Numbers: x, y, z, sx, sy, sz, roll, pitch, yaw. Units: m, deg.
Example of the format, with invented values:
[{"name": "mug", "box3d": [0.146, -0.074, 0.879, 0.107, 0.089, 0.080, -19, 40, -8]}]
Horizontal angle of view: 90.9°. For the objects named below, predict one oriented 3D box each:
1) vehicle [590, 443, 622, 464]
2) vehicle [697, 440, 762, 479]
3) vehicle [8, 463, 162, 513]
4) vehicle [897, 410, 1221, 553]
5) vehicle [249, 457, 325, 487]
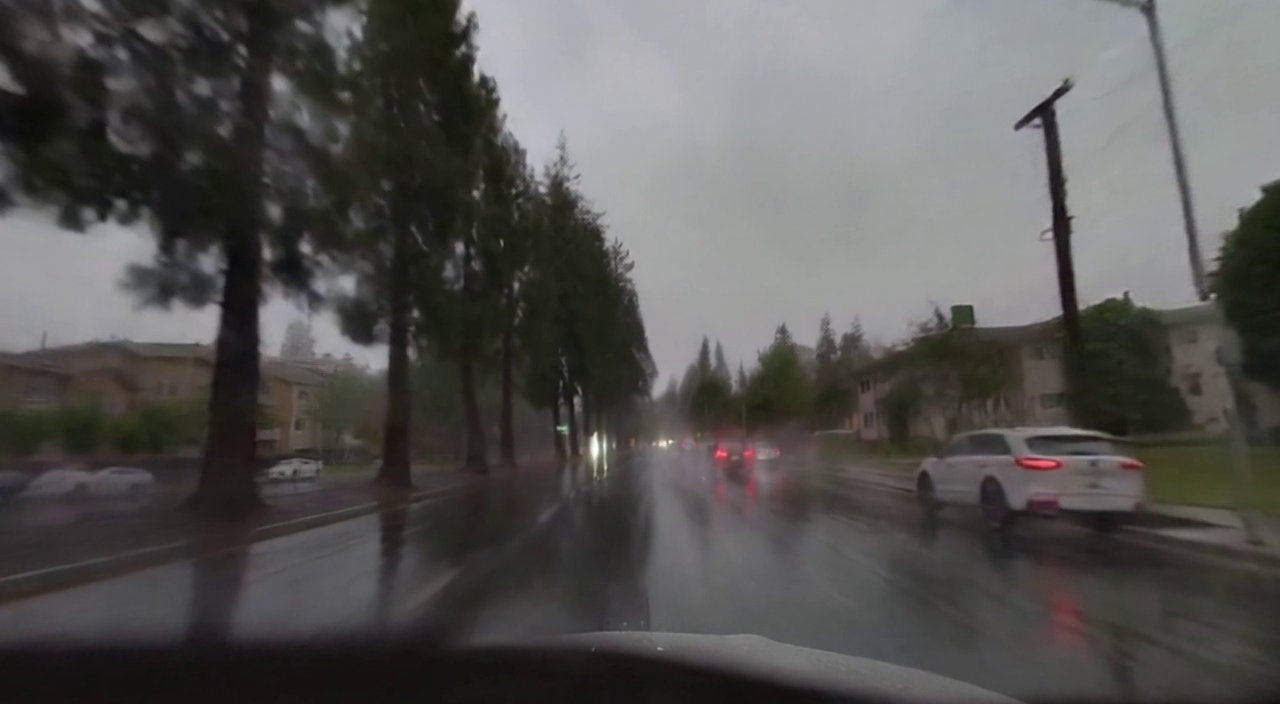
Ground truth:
[{"name": "vehicle", "box3d": [-2.534, 7.754, 48.164, 2.049, 1.485, 4.656, 0, -9, 1]}, {"name": "vehicle", "box3d": [3.716, 4.564, 26.921, 2.128, 1.502, 4.572, 0, -9, 1]}, {"name": "vehicle", "box3d": [-22.098, 5.408, 25.444, 1.882, 1.479, 4.822, -7, -9, 1]}, {"name": "vehicle", "box3d": [6.531, 2.080, 10.845, 2.092, 1.849, 5.068, 0, -9, 1]}, {"name": "vehicle", "box3d": [-22.126, 7.482, 39.699, 1.883, 1.671, 4.779, -1, -9, 2]}]
